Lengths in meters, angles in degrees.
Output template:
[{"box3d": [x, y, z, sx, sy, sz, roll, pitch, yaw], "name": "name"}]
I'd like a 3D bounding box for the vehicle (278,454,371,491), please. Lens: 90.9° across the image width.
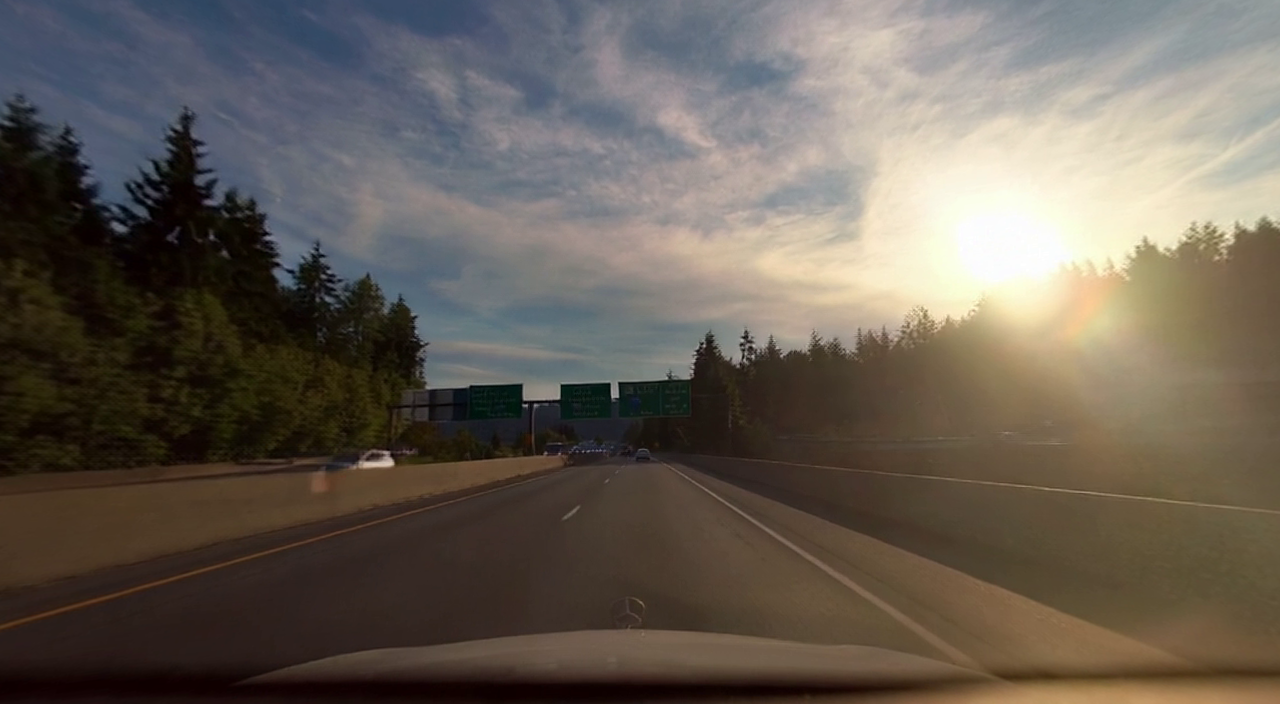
[{"box3d": [-13.820, 5.278, 27.884, 1.915, 1.471, 4.127, 0, -9, 0], "name": "vehicle"}]
